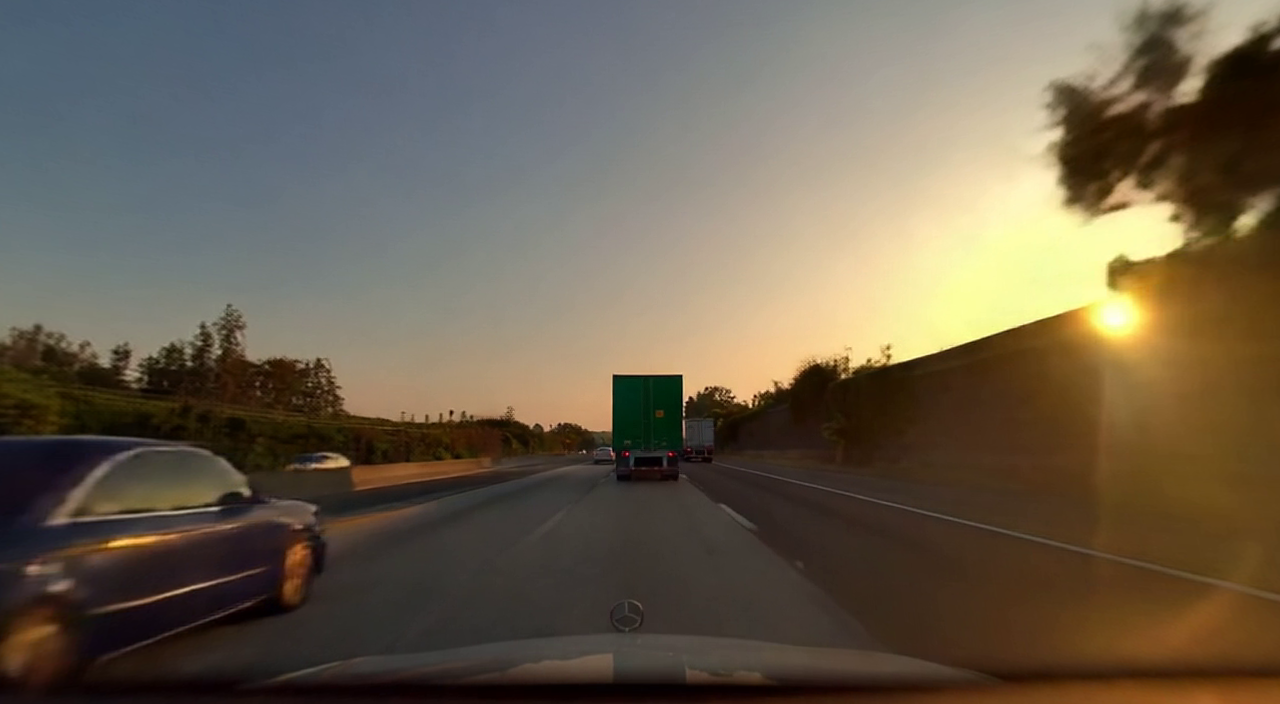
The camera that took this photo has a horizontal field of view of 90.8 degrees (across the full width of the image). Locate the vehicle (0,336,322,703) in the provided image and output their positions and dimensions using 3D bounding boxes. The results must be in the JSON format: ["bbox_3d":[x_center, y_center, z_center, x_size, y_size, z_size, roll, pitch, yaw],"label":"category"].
[{"bbox_3d":[-3.494,0.790,2.460,2.173,1.657,4.401,0,-9,0],"label":"vehicle"}]

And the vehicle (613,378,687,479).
[{"bbox_3d":[0.411,3.865,30.754,2.932,4.042,11.054,0,-9,0],"label":"vehicle"}]
